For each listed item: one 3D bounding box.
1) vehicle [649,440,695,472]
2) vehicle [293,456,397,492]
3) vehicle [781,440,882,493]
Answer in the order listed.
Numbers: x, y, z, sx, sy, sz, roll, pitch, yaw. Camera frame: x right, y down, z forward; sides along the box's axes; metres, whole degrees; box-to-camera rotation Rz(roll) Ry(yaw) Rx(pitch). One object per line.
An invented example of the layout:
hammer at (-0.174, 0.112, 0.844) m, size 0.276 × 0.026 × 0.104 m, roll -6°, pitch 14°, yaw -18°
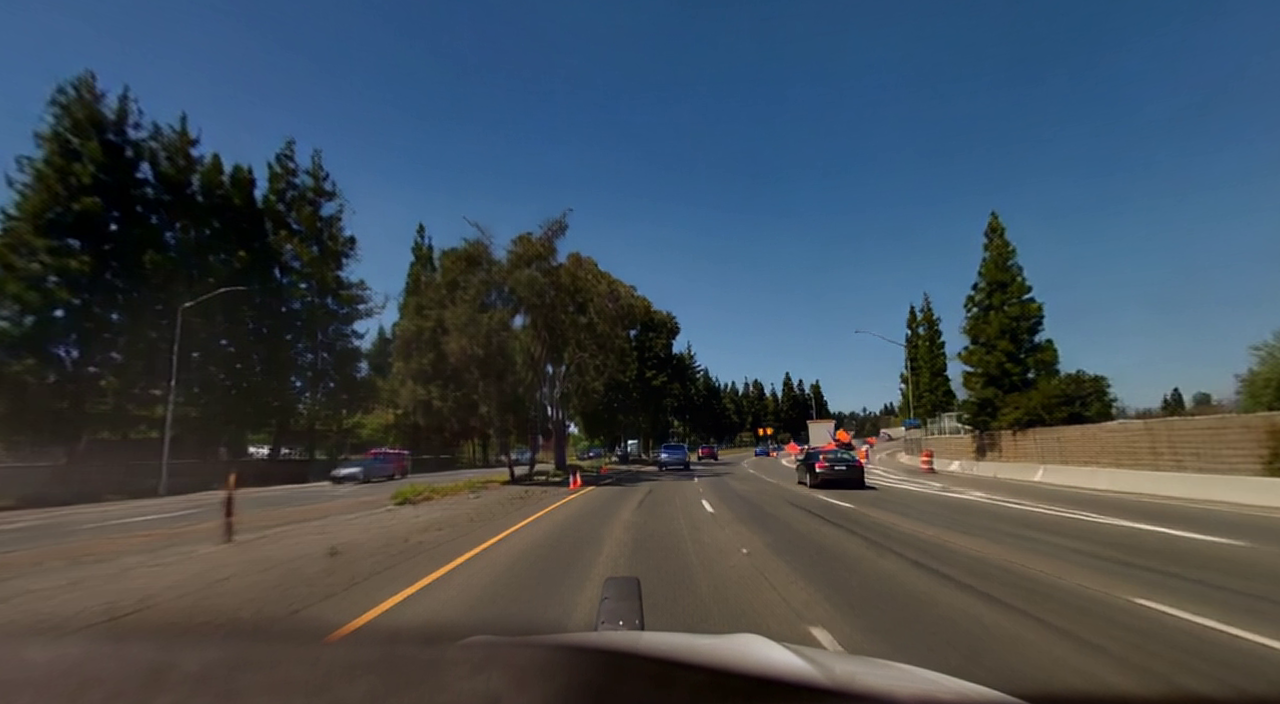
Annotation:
vehicle at (1.872, 5.882, 35.802) m, size 2.201 × 1.676 × 4.541 m, roll -1°, pitch -9°, yaw 7°
vehicle at (-13.673, 5.667, 29.677) m, size 2.205 × 1.446 × 4.840 m, roll -1°, pitch -9°, yaw 5°
vehicle at (5.855, 3.526, 19.864) m, size 2.044 × 1.474 × 4.083 m, roll -1°, pitch -9°, yaw 3°
